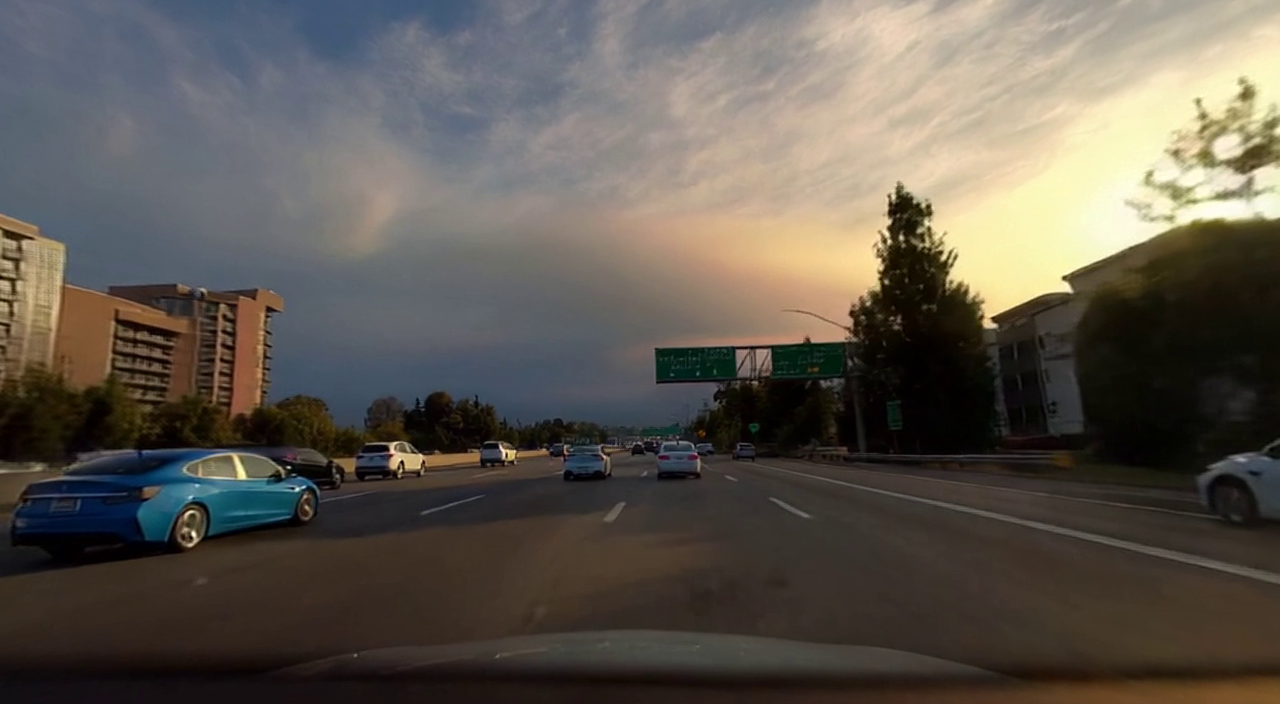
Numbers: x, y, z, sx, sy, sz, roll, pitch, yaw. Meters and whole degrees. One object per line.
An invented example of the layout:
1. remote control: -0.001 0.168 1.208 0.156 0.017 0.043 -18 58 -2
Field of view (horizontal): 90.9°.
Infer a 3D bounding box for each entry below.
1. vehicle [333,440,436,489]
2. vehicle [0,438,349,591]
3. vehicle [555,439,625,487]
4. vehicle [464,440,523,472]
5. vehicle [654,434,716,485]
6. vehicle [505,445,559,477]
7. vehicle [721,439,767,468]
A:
1. vehicle: -9.561 4.225 24.042 1.947 1.683 4.331 -1 -8 3
2. vehicle: -6.224 1.948 8.606 2.116 1.473 4.644 -1 -8 2
3. vehicle: -1.773 4.097 23.714 2.102 1.624 4.257 -1 -8 3
4. vehicle: -8.920 6.359 38.849 2.186 1.851 5.085 -1 -8 3
5. vehicle: 1.605 4.023 23.943 2.114 1.715 4.136 -1 -8 1
6. vehicle: -5.432 5.510 32.164 1.886 1.455 4.148 -1 -8 2
7. vehicle: 6.545 6.414 40.059 2.071 1.754 4.484 0 -8 -1
